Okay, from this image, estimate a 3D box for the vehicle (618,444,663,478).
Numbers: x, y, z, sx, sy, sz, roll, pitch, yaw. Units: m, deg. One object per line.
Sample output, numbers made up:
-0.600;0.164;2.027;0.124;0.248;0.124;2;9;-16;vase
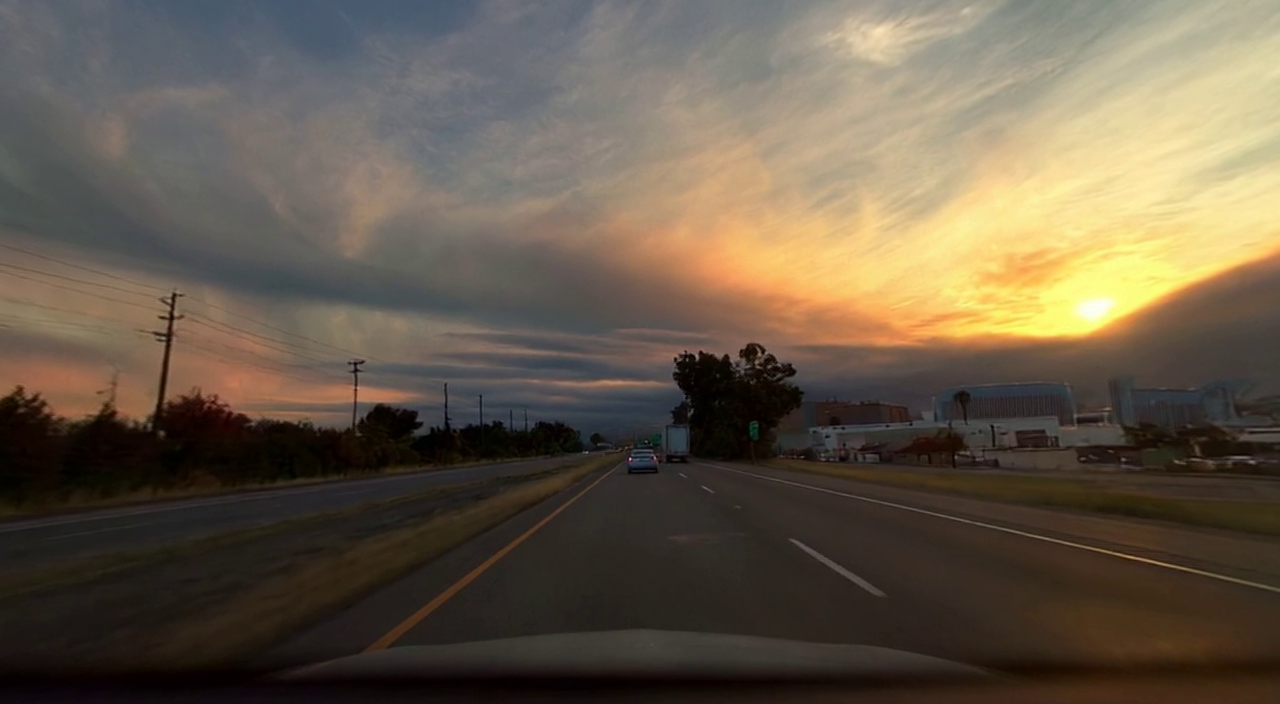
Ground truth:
0.019;5.287;30.732;2.045;1.527;4.023;0;-9;0;vehicle
